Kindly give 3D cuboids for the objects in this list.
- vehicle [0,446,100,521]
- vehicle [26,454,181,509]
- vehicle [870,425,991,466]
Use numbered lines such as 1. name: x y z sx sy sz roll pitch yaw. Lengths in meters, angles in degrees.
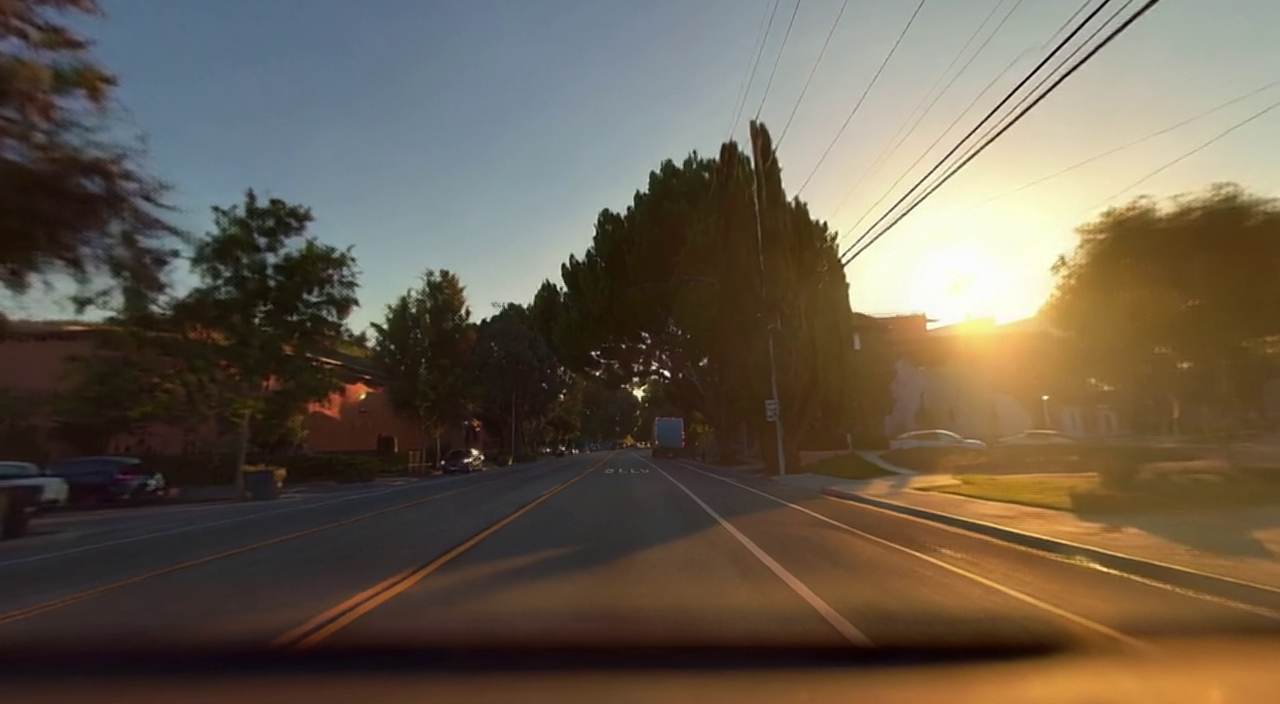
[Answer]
1. vehicle: -16.585 3.374 16.665 4.311 1.746 1.984 -5 -10 29
2. vehicle: -16.536 3.905 19.456 4.546 1.497 1.908 -5 -10 27
3. vehicle: 12.634 4.076 27.520 4.554 1.668 1.974 -5 -10 28
